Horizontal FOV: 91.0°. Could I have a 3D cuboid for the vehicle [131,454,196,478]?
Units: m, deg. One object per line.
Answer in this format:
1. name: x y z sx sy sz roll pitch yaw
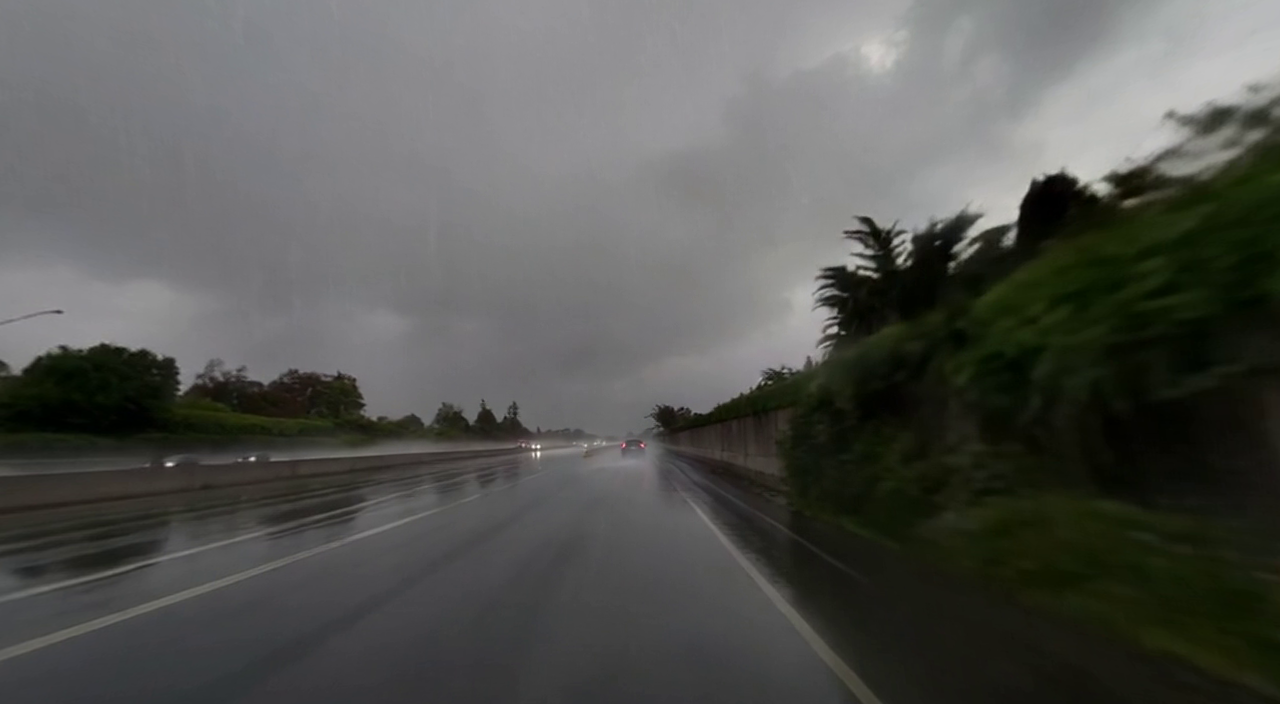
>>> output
1. vehicle: -34.305 8.194 45.426 1.815 1.475 4.486 1 -8 -10
